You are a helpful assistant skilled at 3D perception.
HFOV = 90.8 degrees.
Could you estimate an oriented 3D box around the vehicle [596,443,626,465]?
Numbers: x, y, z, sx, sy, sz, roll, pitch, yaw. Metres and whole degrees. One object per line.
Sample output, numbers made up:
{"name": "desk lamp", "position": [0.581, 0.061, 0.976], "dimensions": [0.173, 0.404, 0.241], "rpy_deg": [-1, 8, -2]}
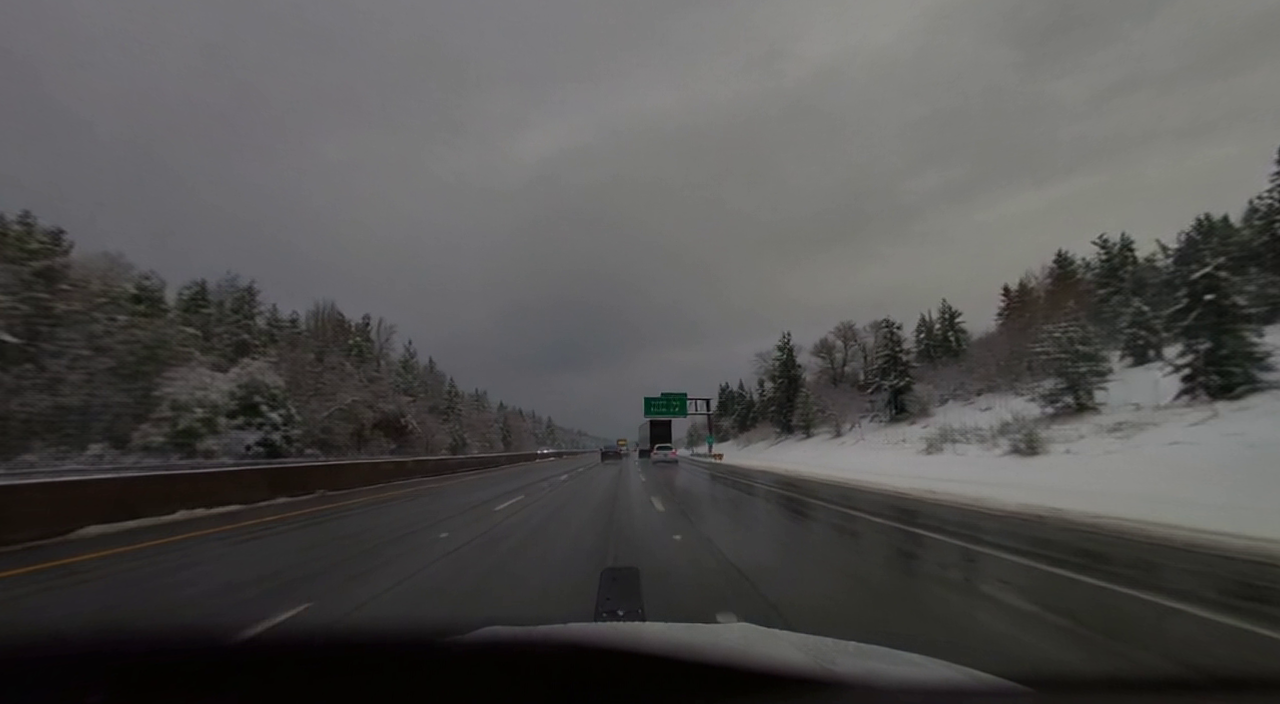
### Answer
{"name": "vehicle", "position": [-2.121, 7.739, 47.983], "dimensions": [2.173, 1.598, 4.293], "rpy_deg": [0, -9, -1]}

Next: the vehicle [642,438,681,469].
{"name": "vehicle", "position": [1.361, 6.712, 41.916], "dimensions": [2.139, 1.925, 4.312], "rpy_deg": [1, -9, -3]}
